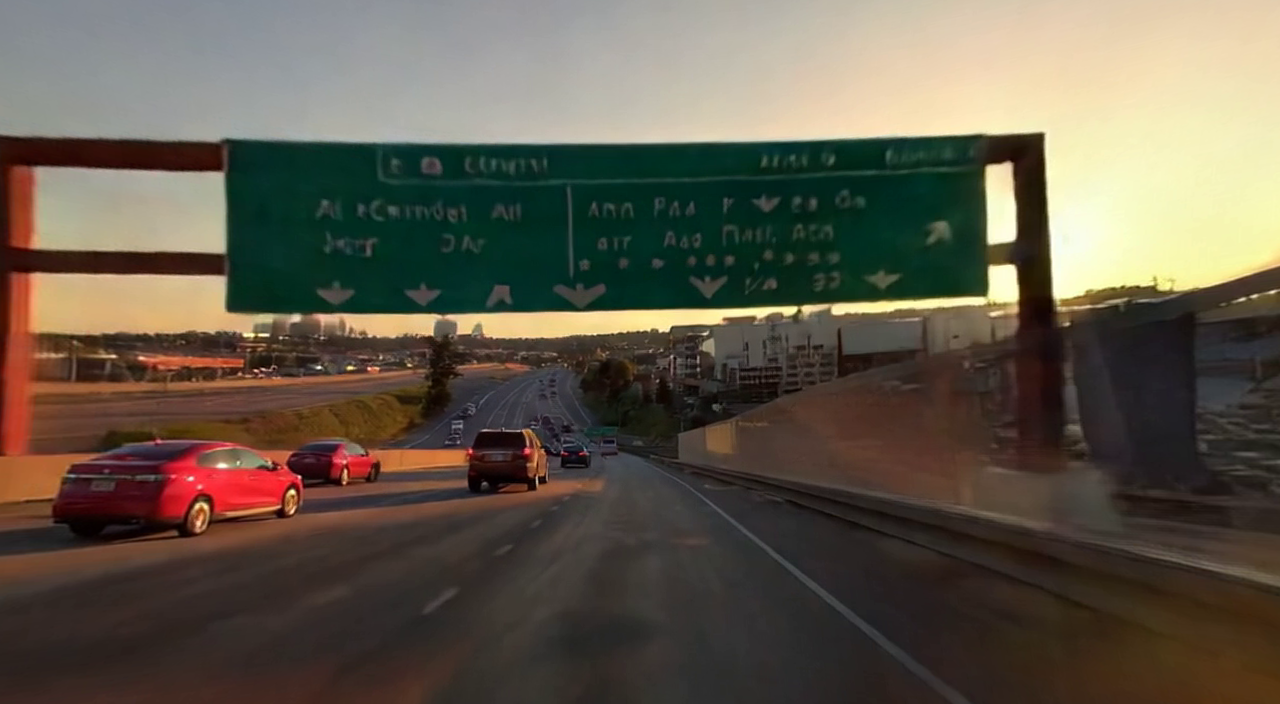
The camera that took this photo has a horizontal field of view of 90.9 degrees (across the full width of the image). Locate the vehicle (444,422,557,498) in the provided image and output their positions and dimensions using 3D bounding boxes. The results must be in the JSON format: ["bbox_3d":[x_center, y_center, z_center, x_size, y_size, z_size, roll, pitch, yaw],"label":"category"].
[{"bbox_3d":[-4.066,3.250,19.436,2.301,1.985,5.247,0,-8,0],"label":"vehicle"}]

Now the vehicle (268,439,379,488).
[{"bbox_3d":[-11.712,4.133,23.755,1.919,1.665,4.394,0,-8,-1],"label":"vehicle"}]

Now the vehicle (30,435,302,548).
[{"bbox_3d":[-7.376,2.150,10.323,1.796,1.509,3.393,0,-8,-1],"label":"vehicle"}]

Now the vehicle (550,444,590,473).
[{"bbox_3d":[-4.106,6.258,37.391,1.955,1.614,3.817,0,-8,-1],"label":"vehicle"}]
